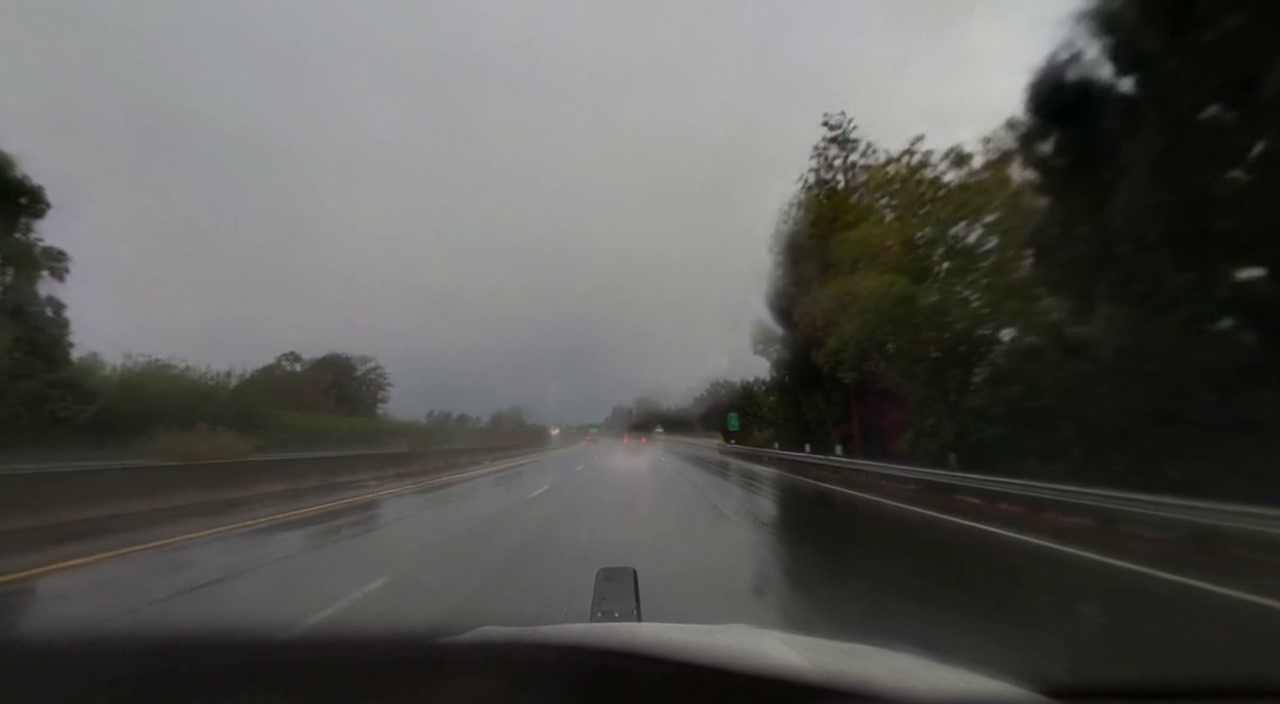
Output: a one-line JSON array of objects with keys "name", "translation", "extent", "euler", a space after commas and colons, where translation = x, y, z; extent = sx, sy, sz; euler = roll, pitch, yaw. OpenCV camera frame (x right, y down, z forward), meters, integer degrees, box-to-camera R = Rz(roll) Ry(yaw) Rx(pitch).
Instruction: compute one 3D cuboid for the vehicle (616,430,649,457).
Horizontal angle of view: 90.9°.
[{"name": "vehicle", "translation": [-0.481, 5.900, 40.773], "extent": [2.041, 1.618, 3.898], "euler": [0, -8, -1]}]
